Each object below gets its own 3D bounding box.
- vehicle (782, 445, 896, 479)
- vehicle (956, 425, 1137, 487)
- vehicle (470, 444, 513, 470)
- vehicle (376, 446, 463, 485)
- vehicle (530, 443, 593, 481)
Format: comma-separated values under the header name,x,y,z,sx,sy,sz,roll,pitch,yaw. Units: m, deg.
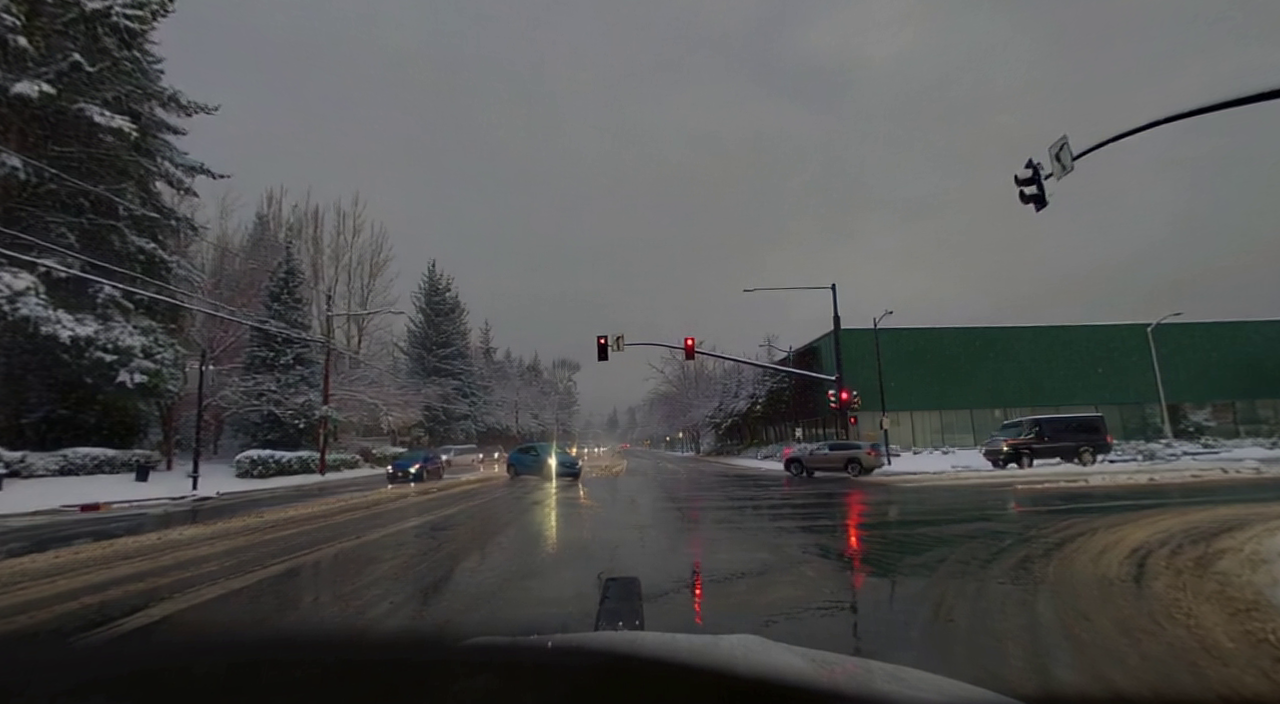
name,x,y,z,sx,sy,sz,roll,pitch,yaw
vehicle,9.204,5.056,29.319,4.828,1.453,1.919,-3,-9,19
vehicle,14.856,3.773,23.126,5.910,2.046,2.228,3,-9,-19
vehicle,-8.978,6.362,38.494,1.779,1.460,4.463,1,-9,-4
vehicle,-8.920,4.617,26.009,2.024,1.460,4.381,0,-9,0
vehicle,-3.305,4.434,25.832,1.846,1.416,4.228,2,-9,-17
